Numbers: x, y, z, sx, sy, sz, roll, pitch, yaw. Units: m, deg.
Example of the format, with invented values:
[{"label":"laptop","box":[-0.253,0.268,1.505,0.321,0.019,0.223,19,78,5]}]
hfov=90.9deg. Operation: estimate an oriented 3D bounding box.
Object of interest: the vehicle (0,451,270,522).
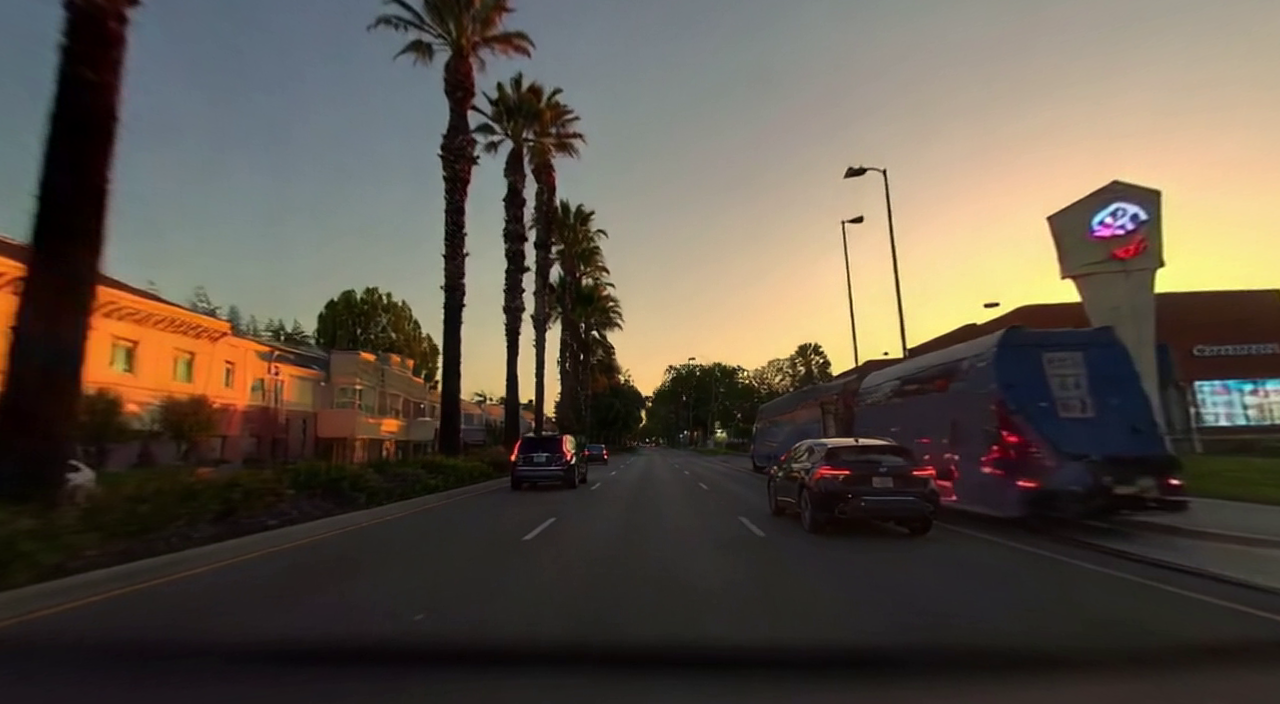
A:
[{"label":"vehicle","box":[-21.250,5.232,26.160,2.816,2.198,14.405,-1,-9,2]}]

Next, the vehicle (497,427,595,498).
[{"label":"vehicle","box":[-2.572,3.156,18.439,2.058,1.804,4.391,0,-8,2]}]

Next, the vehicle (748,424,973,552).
[{"label":"vehicle","box":[3.009,1.945,9.704,1.946,1.513,4.133,0,-8,0]}]

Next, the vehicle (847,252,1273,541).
[{"label":"vehicle","box":[7.025,1.113,12.705,2.902,3.992,8.073,0,-8,0]}]
